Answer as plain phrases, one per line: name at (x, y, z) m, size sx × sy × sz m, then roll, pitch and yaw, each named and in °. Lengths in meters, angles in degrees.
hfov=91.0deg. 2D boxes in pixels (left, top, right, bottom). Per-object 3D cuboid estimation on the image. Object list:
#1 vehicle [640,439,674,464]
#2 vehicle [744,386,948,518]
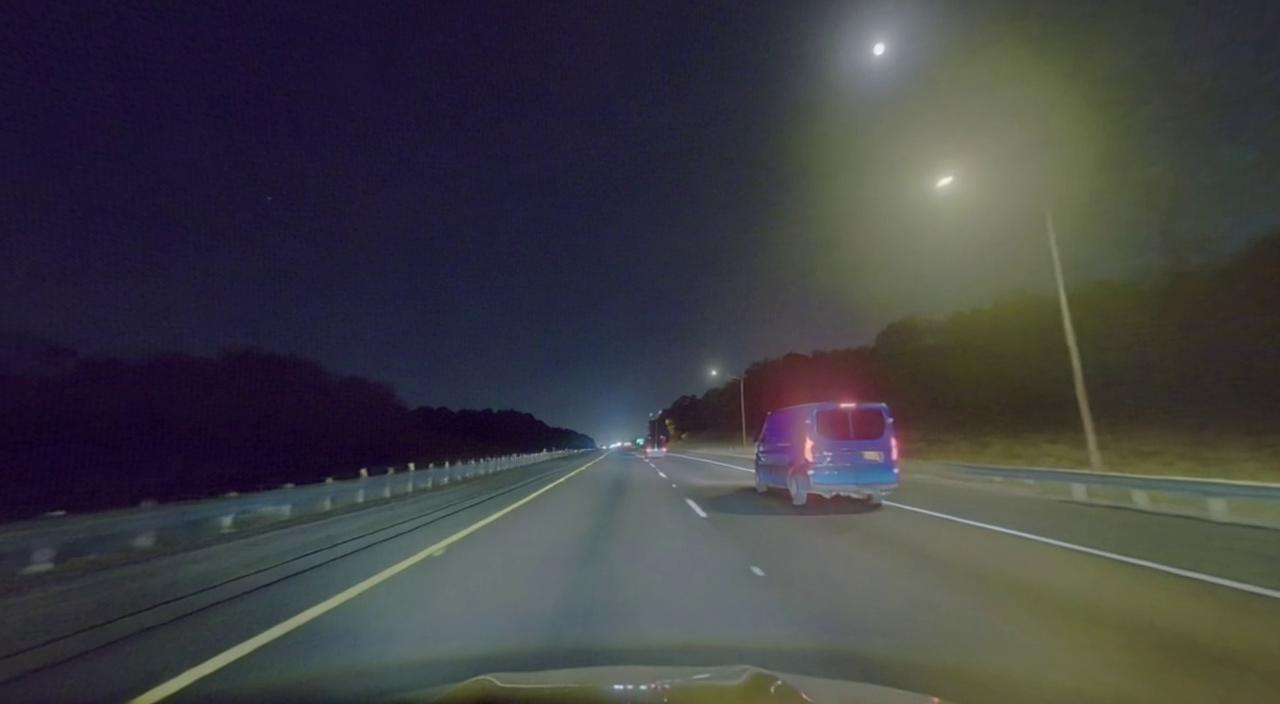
vehicle at (1.005, 6.284, 39.948) m, size 2.005 × 1.466 × 3.739 m, roll 0°, pitch -8°, yaw -1°
vehicle at (3.643, 1.898, 12.319) m, size 2.269 × 2.048 × 4.679 m, roll 0°, pitch -8°, yaw -1°
